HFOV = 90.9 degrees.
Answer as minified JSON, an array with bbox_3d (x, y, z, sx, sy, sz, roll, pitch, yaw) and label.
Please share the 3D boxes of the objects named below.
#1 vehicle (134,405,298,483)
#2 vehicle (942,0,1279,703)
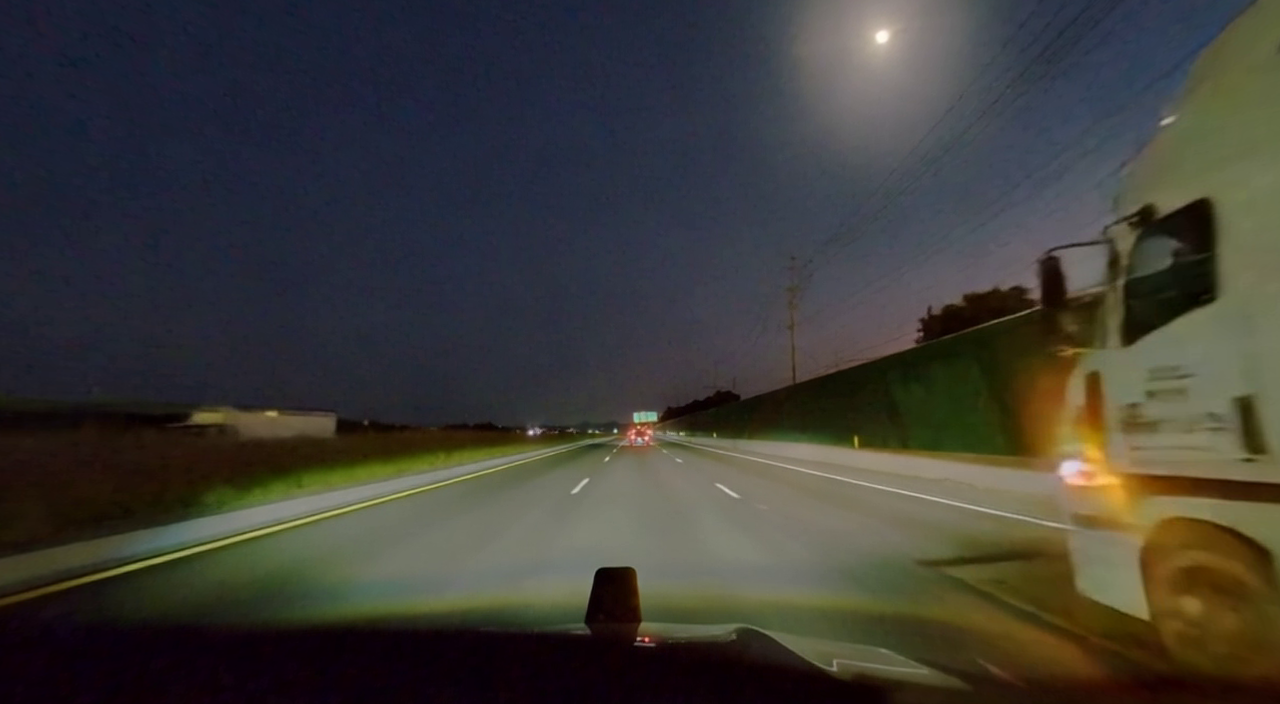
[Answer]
[{"bbox_3d":[-19.963,4.358,30.452,2.595,3.164,7.830,2,-7,-2],"label":"vehicle"},{"bbox_3d":[3.804,-0.380,1.514,3.031,3.881,5.944,0,-8,-1],"label":"vehicle"}]
